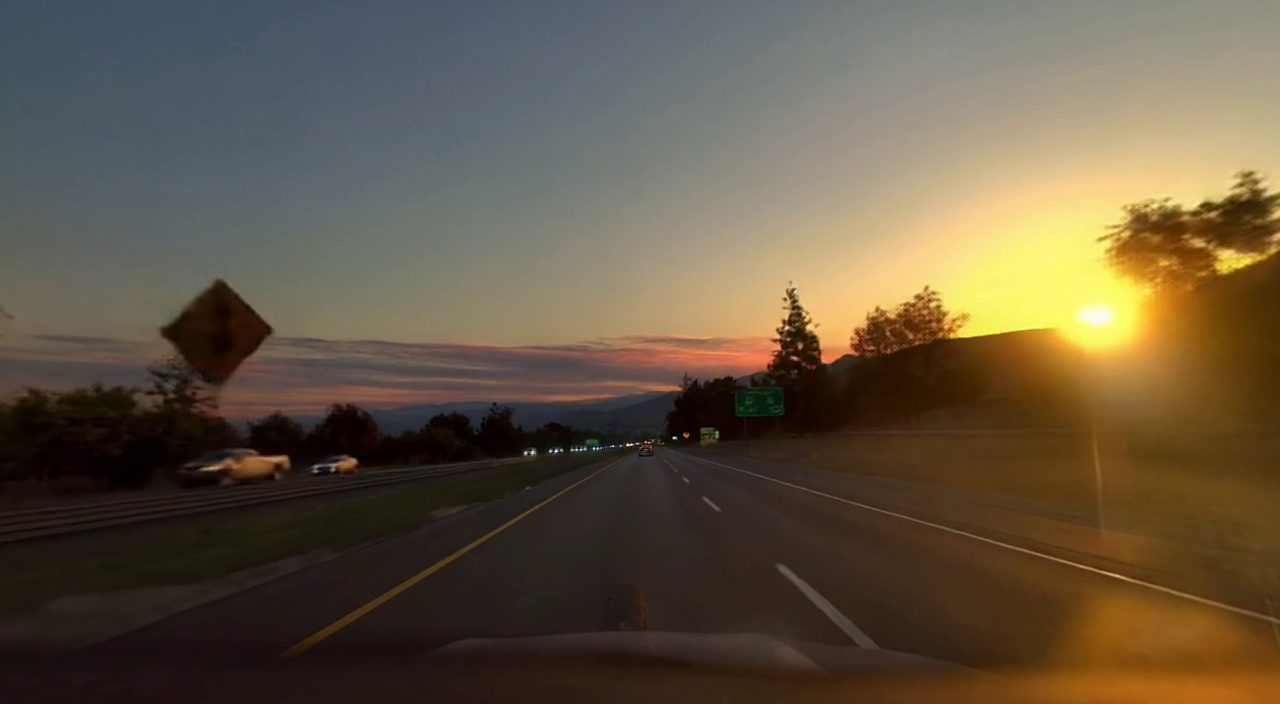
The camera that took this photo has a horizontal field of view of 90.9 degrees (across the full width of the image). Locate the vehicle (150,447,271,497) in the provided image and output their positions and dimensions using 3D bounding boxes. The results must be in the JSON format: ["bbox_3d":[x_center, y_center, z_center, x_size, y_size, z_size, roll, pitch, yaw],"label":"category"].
[{"bbox_3d":[-32.379,8.969,48.150,3.029,3.378,8.481,0,-8,1],"label":"vehicle"}]
